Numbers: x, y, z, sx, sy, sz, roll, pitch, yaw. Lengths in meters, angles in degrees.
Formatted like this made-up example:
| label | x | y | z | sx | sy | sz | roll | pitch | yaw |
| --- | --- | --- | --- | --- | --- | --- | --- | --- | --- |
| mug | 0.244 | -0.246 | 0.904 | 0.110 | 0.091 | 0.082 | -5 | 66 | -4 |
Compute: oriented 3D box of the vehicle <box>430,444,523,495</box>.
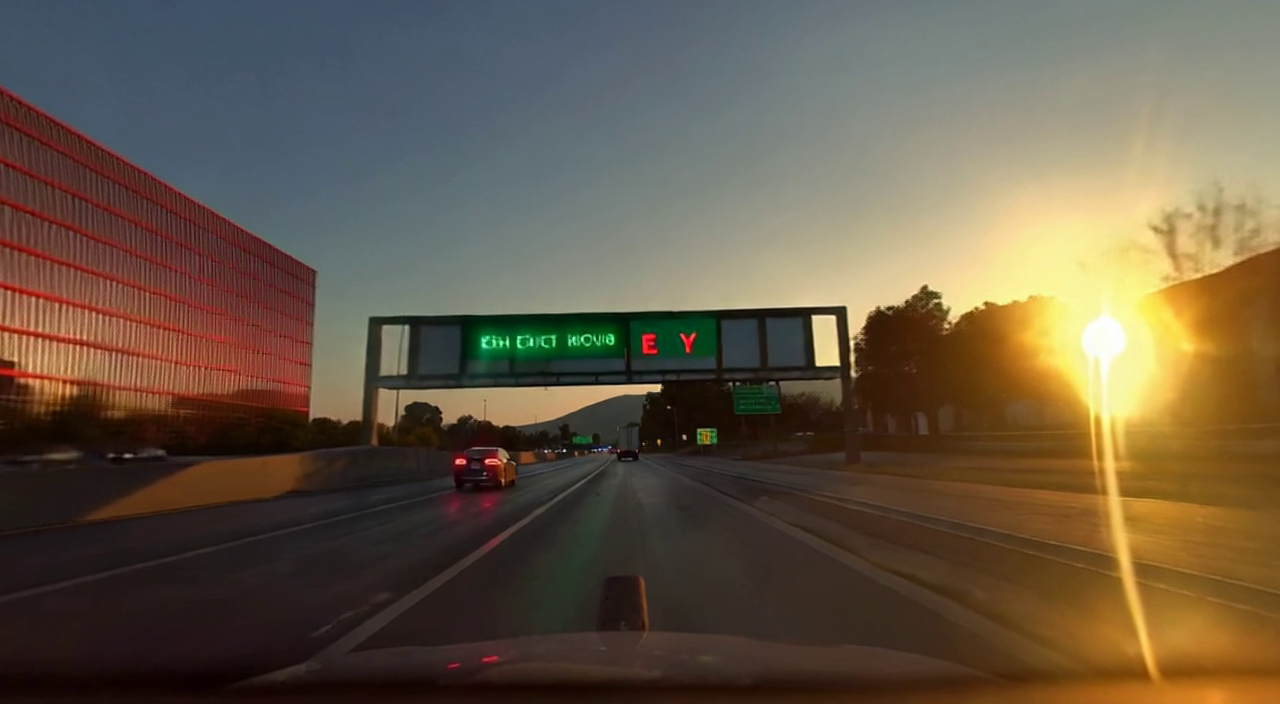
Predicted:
| label | x | y | z | sx | sy | sz | roll | pitch | yaw |
| --- | --- | --- | --- | --- | --- | --- | --- | --- | --- |
| vehicle | -5.332 | 3.872 | 21.166 | 1.943 | 1.510 | 4.201 | 0 | -9 | 0 |
